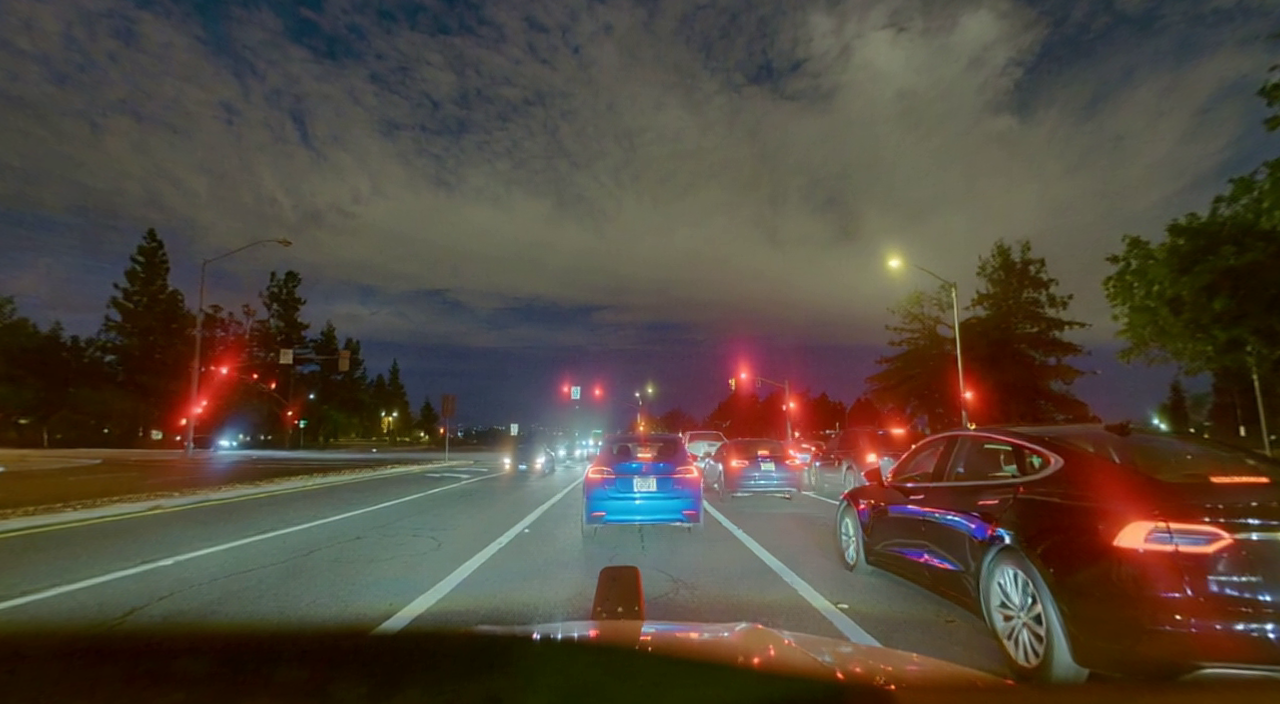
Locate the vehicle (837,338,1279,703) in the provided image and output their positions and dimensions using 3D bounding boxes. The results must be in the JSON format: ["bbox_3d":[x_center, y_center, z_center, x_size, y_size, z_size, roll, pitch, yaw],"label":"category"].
[{"bbox_3d":[3.191,1.105,4.306,2.167,1.676,4.443,0,-8,-1],"label":"vehicle"}]

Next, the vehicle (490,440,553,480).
[{"bbox_3d":[-4.647,4.307,25.407,1.972,1.457,4.171,0,-8,-4],"label":"vehicle"}]

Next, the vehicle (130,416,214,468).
[{"bbox_3d":[-29.299,5.654,39.688,2.608,2.990,3.026,2,-8,2],"label":"vehicle"}]

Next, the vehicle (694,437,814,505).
[{"bbox_3d":[2.687,2.931,16.029,2.058,1.466,4.208,0,-8,-3],"label":"vehicle"}]

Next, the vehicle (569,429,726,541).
[{"bbox_3d":[0.021,2.134,10.821,2.147,1.499,4.240,0,-8,-2],"label":"vehicle"}]
